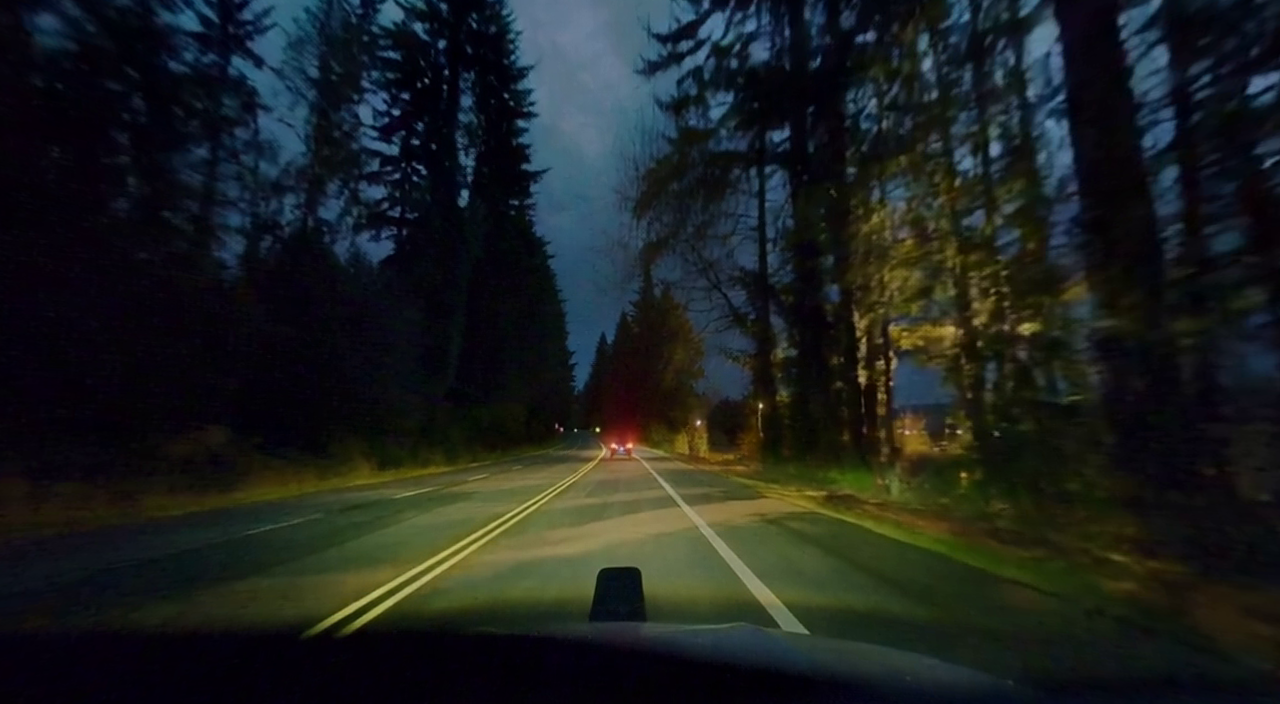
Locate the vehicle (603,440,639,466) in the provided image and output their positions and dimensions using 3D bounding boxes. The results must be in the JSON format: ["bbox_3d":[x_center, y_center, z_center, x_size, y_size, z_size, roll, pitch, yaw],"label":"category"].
[{"bbox_3d":[-1.179,6.091,38.353,2.042,1.489,3.963,0,-8,-2],"label":"vehicle"}]
